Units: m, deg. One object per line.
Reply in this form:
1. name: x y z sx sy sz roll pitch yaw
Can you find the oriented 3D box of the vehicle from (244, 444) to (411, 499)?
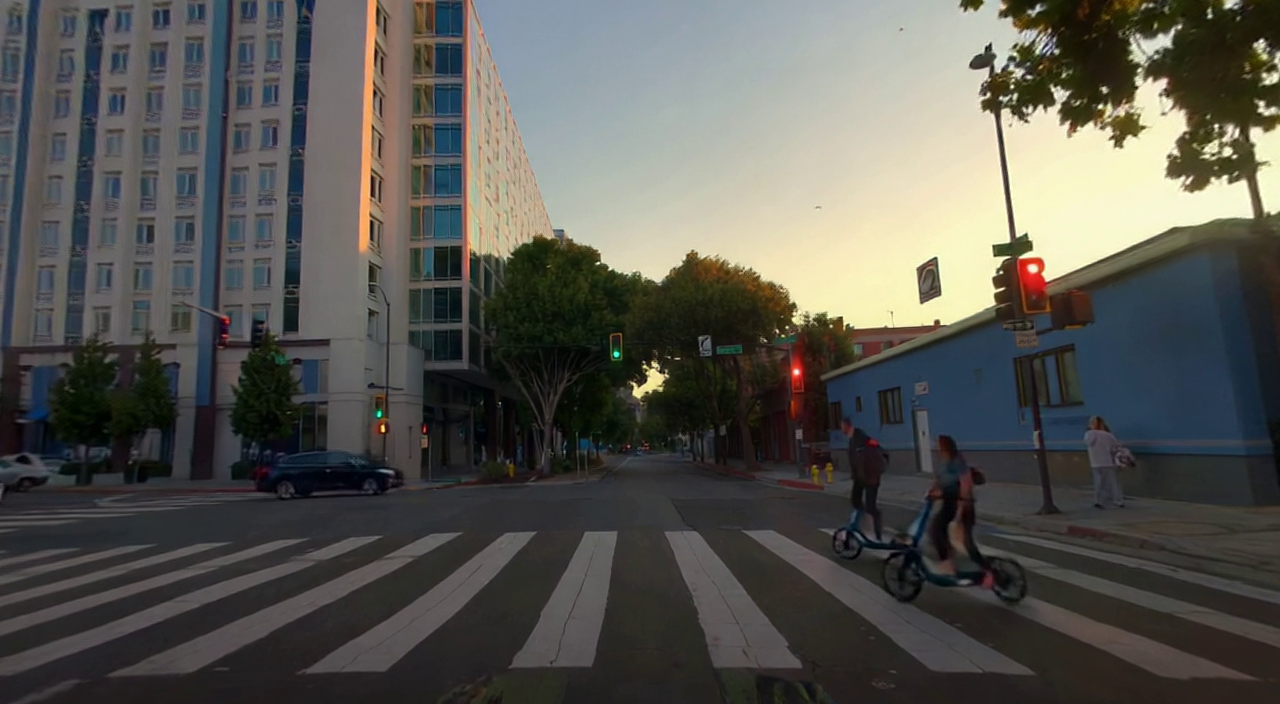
1. vehicle: -10.153 3.868 20.895 4.641 1.616 2.051 3 -9 -23
